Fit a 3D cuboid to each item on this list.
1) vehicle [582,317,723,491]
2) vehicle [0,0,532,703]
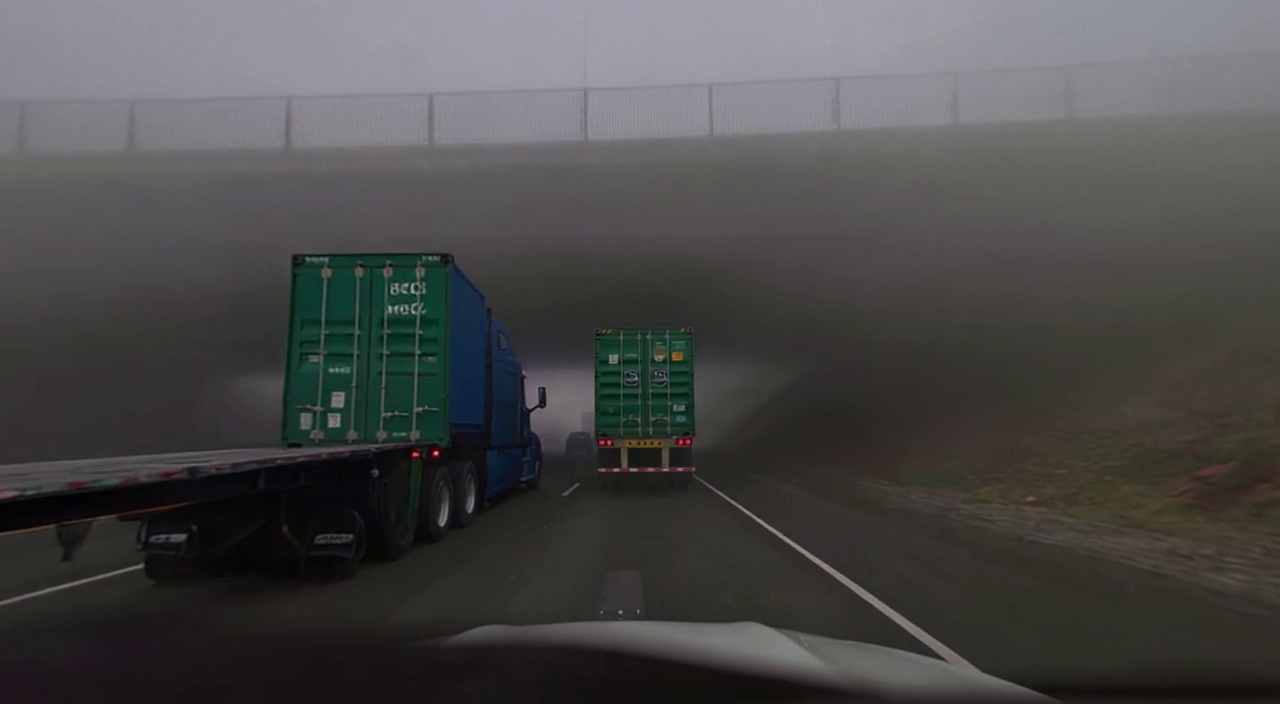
[{"bbox_3d":[0.266,1.767,19.076,3.357,4.212,7.519,0,-8,0],"label":"vehicle"},{"bbox_3d":[-3.665,0.019,5.711,2.873,4.198,13.317,-1,-8,1],"label":"vehicle"}]
